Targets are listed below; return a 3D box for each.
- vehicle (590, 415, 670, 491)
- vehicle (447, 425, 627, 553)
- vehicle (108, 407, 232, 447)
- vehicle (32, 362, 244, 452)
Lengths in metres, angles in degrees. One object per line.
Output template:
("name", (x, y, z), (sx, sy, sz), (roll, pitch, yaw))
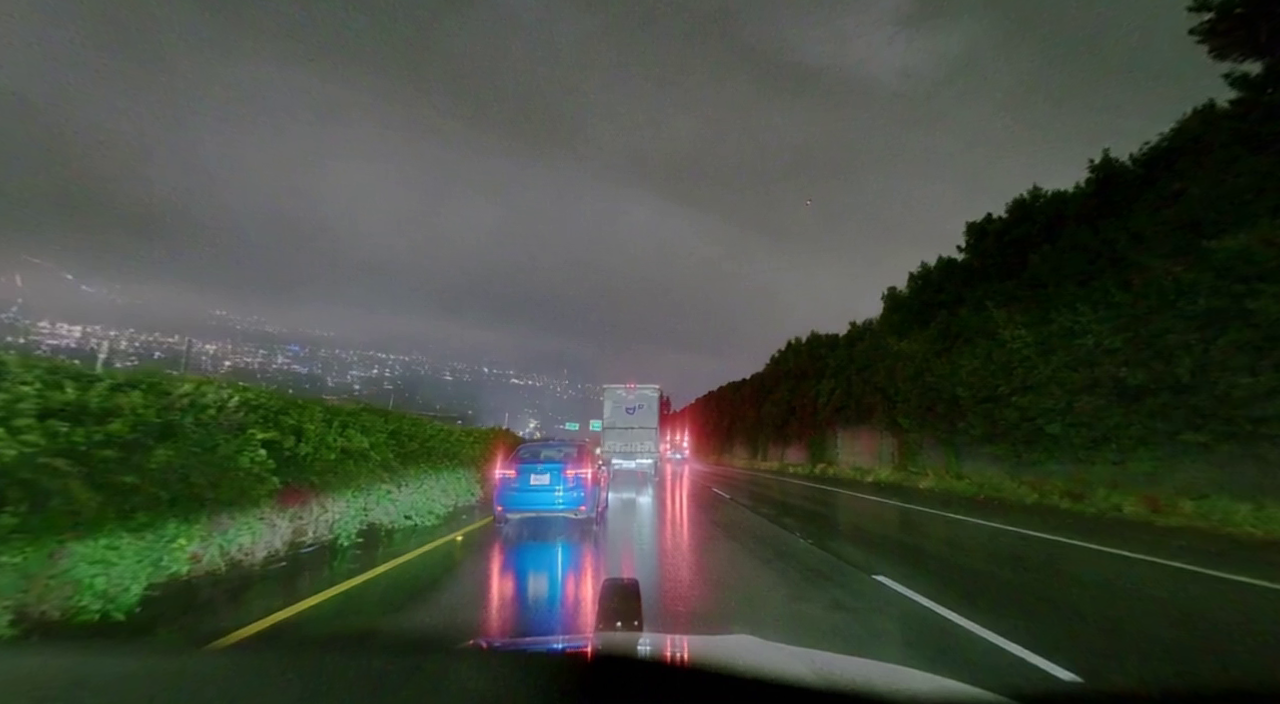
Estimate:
("vehicle", (-0.303, 3.378, 21.143), (2.389, 2.257, 4.545), (0, -9, 0))
("vehicle", (-1.341, 2.015, 9.833), (2.038, 1.582, 3.729), (-1, -9, 2))
("vehicle", (-20.633, 3.396, 27.922), (1.997, 1.567, 4.777), (0, -9, -3))
("vehicle", (-24.899, 3.128, 32.291), (3.187, 3.945, 9.848), (0, -9, -4))
